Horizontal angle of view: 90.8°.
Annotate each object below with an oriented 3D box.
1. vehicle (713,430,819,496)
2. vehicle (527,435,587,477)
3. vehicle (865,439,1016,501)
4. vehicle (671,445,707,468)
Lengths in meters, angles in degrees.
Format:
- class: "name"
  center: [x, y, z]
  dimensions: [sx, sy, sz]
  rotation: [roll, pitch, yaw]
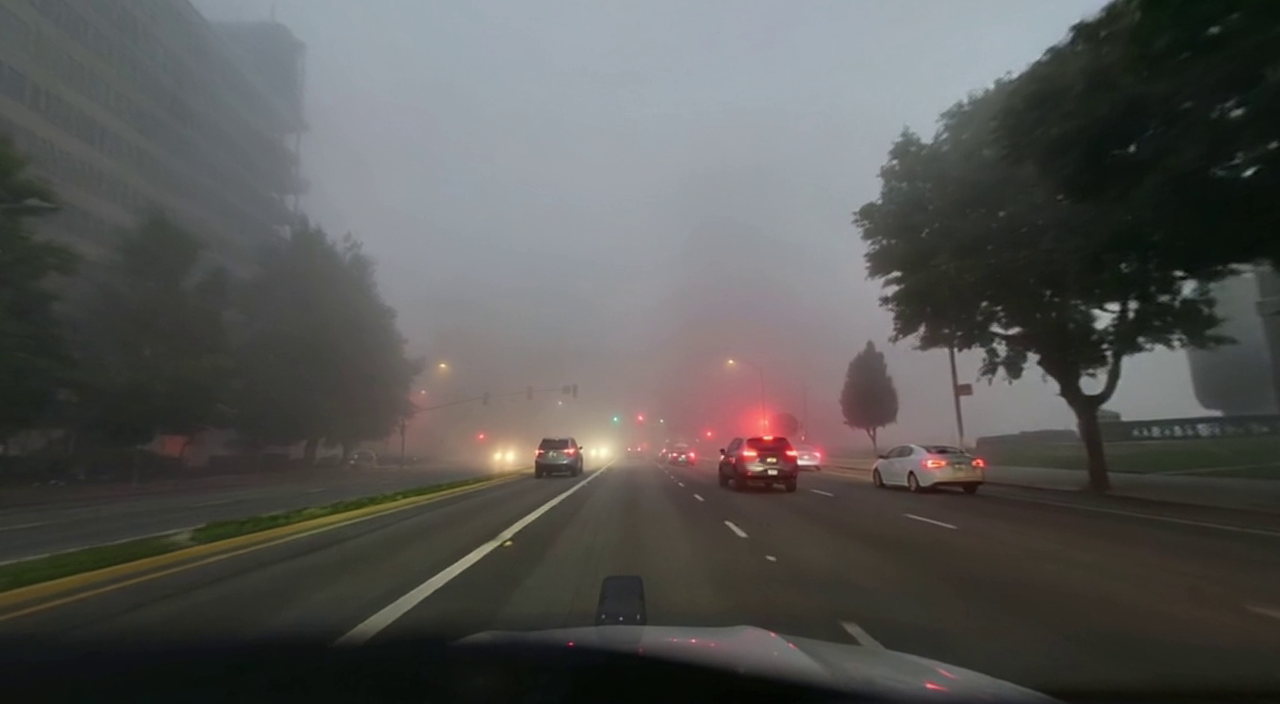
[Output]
- class: "vehicle"
  center: [3.629, 3.315, 19.209]
  dimensions: [2.152, 1.742, 4.704]
  rotation: [0, -8, -1]
- class: "vehicle"
  center: [-3.763, 4.804, 29.366]
  dimensions: [2.155, 1.797, 3.989]
  rotation: [0, -8, 1]
- class: "vehicle"
  center: [8.241, 3.254, 17.934]
  dimensions: [1.944, 1.503, 4.723]
  rotation: [0, -8, 0]
- class: "vehicle"
  center: [3.342, 7.202, 43.843]
  dimensions: [2.054, 1.473, 4.511]
  rotation: [0, -8, -2]
